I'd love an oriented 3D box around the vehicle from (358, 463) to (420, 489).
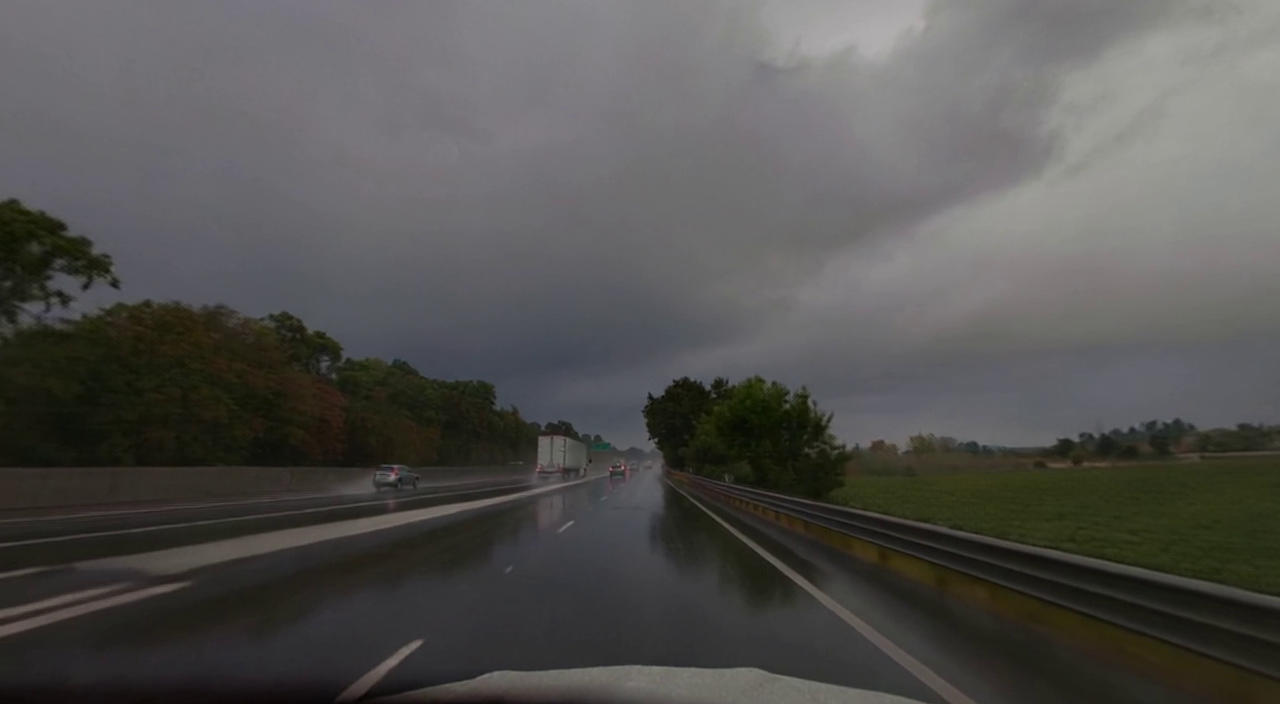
[{"bbox_3d":[-14.841,7.350,37.491,1.745,1.430,4.252,0,-10,3],"label":"vehicle"}]
